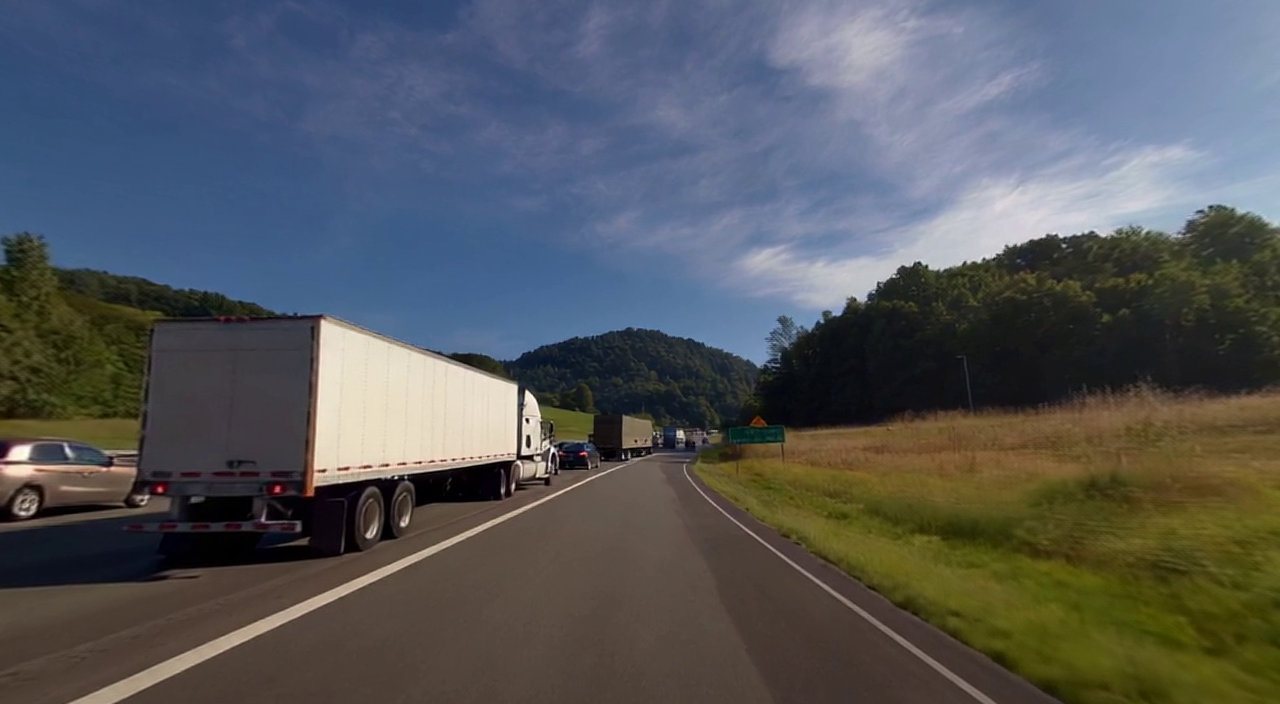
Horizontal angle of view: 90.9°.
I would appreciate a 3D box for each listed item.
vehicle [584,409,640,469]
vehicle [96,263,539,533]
[{"bbox_3d":[-1.616,5.804,41.531,2.968,3.439,10.174,0,-9,1],"label":"vehicle"},{"bbox_3d":[-6.005,1.738,16.664,2.848,4.067,14.314,-1,-9,6],"label":"vehicle"}]
